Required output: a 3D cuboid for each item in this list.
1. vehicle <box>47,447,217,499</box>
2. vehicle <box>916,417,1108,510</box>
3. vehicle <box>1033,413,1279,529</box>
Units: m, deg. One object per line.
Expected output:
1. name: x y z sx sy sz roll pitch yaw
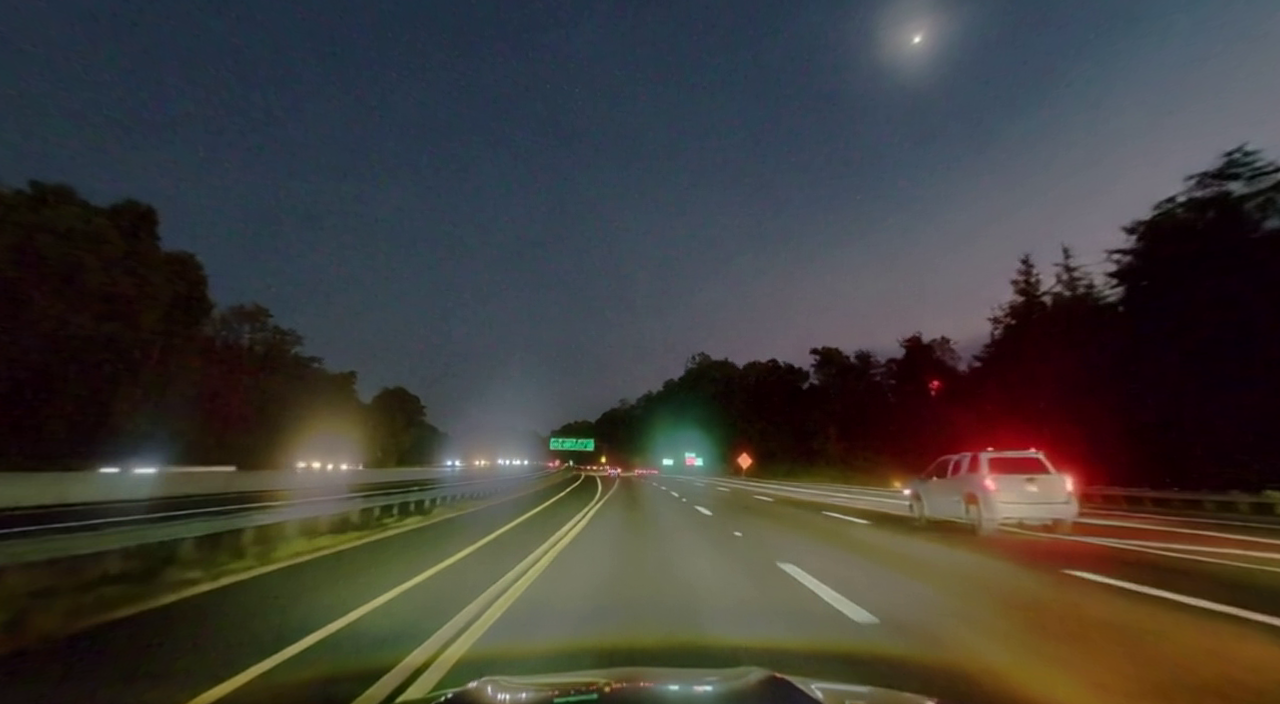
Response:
1. vehicle: -16.432 3.968 20.717 1.946 1.475 4.594 1 -10 -3
2. vehicle: 16.326 5.105 28.705 2.902 3.371 8.875 4 -11 -4
3. vehicle: 16.836 3.946 21.025 2.827 3.120 6.502 4 -10 -3
